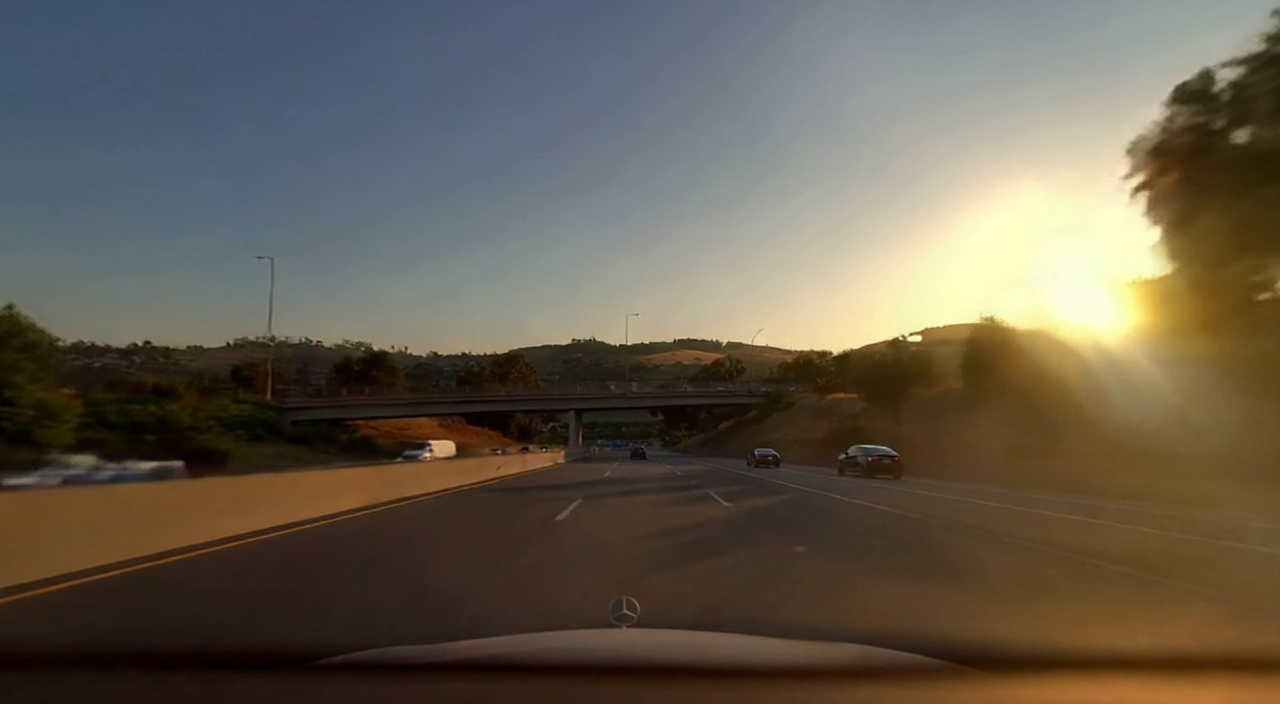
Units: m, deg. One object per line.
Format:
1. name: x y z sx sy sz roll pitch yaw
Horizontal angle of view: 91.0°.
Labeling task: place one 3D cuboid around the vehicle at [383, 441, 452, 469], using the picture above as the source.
1. vehicle: -16.998 7.901 48.590 2.851 1.978 6.334 0 -9 2

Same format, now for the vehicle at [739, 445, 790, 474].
1. vehicle: 7.159 6.237 36.637 2.053 1.553 4.463 0 -9 -1

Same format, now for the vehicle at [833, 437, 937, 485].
1. vehicle: 10.869 4.877 28.515 2.387 1.936 5.646 0 -9 0
